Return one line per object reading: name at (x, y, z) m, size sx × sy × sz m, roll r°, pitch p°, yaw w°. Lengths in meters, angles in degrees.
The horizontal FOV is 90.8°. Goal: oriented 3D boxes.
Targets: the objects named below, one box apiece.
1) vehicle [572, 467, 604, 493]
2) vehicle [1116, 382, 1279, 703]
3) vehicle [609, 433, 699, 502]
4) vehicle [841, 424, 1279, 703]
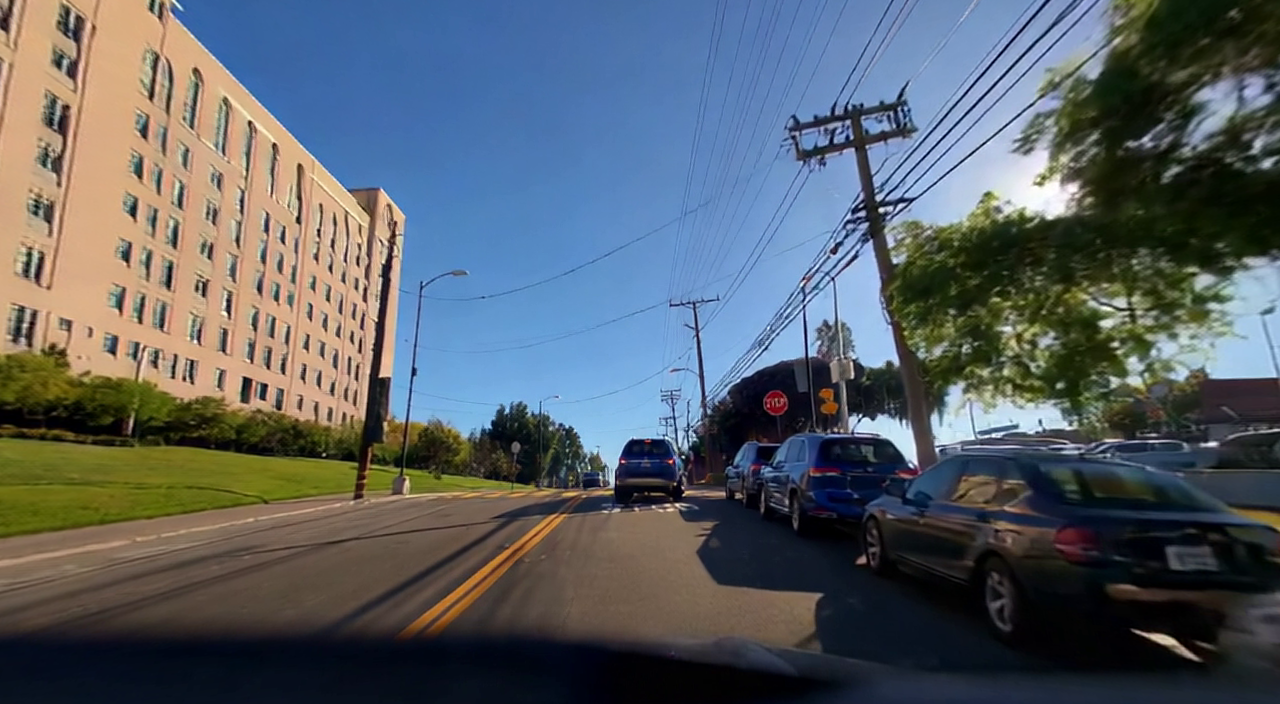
vehicle at (-3.670, 9.129, 45.206) m, size 1.911 × 1.563 × 4.057 m, roll 0°, pitch -8°, yaw 0°
vehicle at (3.305, 0.700, 0.878) m, size 2.041 × 1.581 × 4.089 m, roll 0°, pitch -8°, yaw 0°
vehicle at (0.583, 3.440, 19.340) m, size 2.214 × 1.789 × 4.872 m, roll -1°, pitch -8°, yaw 7°
vehicle at (3.395, 1.428, 5.436) m, size 1.828 × 1.476 × 3.984 m, roll 0°, pitch -8°, yaw -3°
